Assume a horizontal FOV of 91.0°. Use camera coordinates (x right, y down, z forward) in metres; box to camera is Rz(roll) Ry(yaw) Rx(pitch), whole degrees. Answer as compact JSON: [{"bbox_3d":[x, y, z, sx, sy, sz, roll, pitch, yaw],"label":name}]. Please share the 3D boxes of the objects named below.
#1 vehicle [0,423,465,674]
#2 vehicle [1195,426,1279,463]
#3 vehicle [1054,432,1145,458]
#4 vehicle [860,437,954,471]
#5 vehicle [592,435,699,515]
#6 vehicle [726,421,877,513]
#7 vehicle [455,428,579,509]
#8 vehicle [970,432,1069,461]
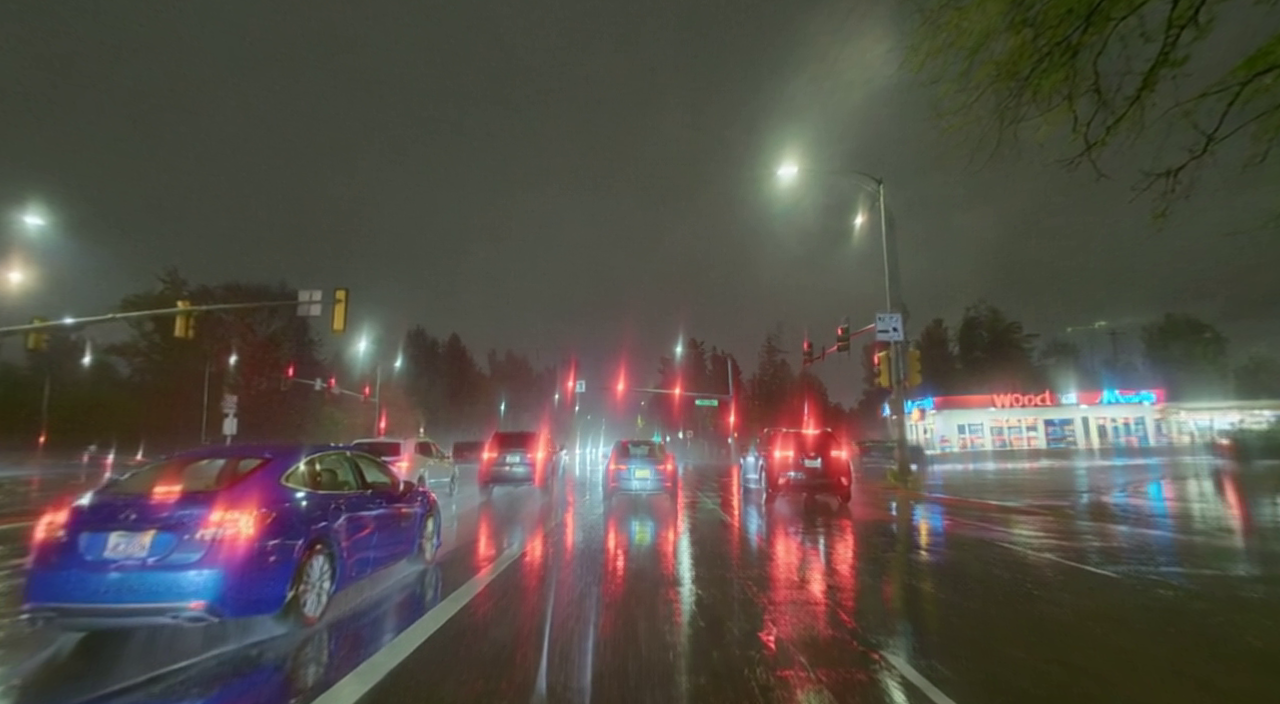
[{"bbox_3d":[-3.331,1.509,5.994,2.014,1.472,4.357,0,-9,1],"label":"vehicle"},{"bbox_3d":[32.993,4.848,32.976,5.504,1.821,2.173,-1,-9,4],"label":"vehicle"},{"bbox_3d":[30.586,6.197,42.013,4.432,1.680,1.932,0,-9,2],"label":"vehicle"},{"bbox_3d":[12.303,4.729,29.254,3.822,1.514,1.905,-3,-9,19],"label":"vehicle"},{"bbox_3d":[0.142,2.658,13.997,2.032,1.499,3.994,0,-9,1],"label":"vehicle"},{"bbox_3d":[3.331,2.492,14.041,2.076,1.691,4.402,0,-9,-2],"label":"vehicle"},{"bbox_3d":[-2.817,2.809,15.518,2.072,1.694,4.070,0,-9,2],"label":"vehicle"},{"bbox_3d":[23.320,5.812,38.828,4.781,1.700,1.986,0,-9,1],"label":"vehicle"}]
